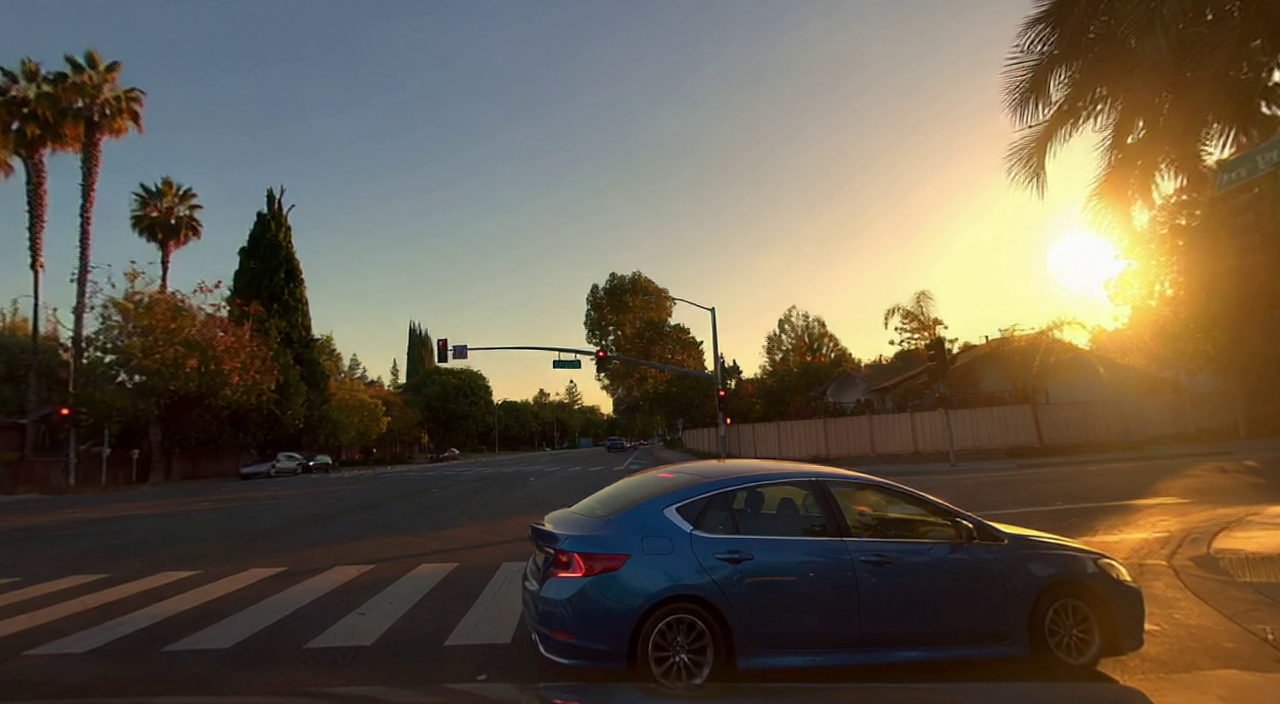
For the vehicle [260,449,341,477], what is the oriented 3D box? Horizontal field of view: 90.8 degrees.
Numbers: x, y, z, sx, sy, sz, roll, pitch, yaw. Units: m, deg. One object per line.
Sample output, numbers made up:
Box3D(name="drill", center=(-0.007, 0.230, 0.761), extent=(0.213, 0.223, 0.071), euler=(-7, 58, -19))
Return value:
Box3D(name="vehicle", center=(-20.024, 6.530, 37.554), extent=(2.084, 1.528, 4.778), euler=(-1, -9, 2))
